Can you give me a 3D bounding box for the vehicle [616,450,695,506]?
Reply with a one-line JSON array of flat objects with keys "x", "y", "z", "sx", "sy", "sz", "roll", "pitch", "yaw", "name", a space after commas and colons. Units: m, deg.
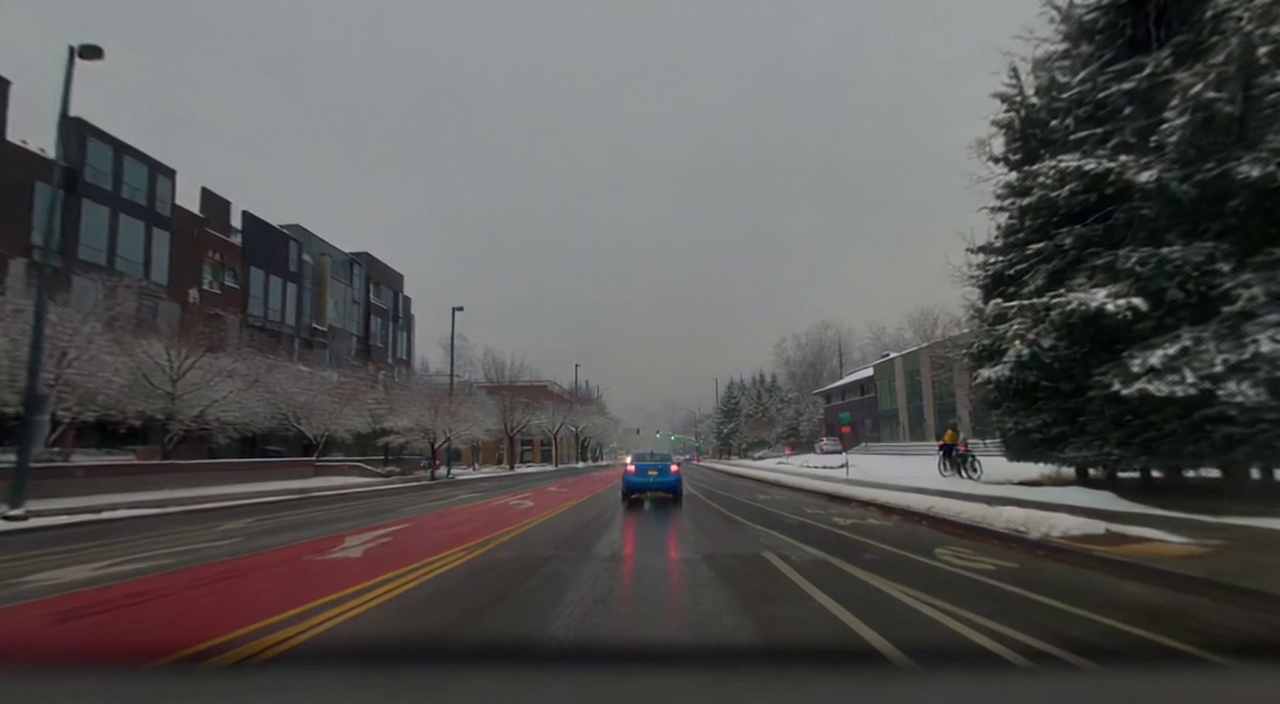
[{"x": 0.396, "y": 3.636, "z": 18.611, "sx": 2.063, "sy": 1.442, "sz": 4.135, "roll": 0, "pitch": -9, "yaw": 0, "name": "vehicle"}]
